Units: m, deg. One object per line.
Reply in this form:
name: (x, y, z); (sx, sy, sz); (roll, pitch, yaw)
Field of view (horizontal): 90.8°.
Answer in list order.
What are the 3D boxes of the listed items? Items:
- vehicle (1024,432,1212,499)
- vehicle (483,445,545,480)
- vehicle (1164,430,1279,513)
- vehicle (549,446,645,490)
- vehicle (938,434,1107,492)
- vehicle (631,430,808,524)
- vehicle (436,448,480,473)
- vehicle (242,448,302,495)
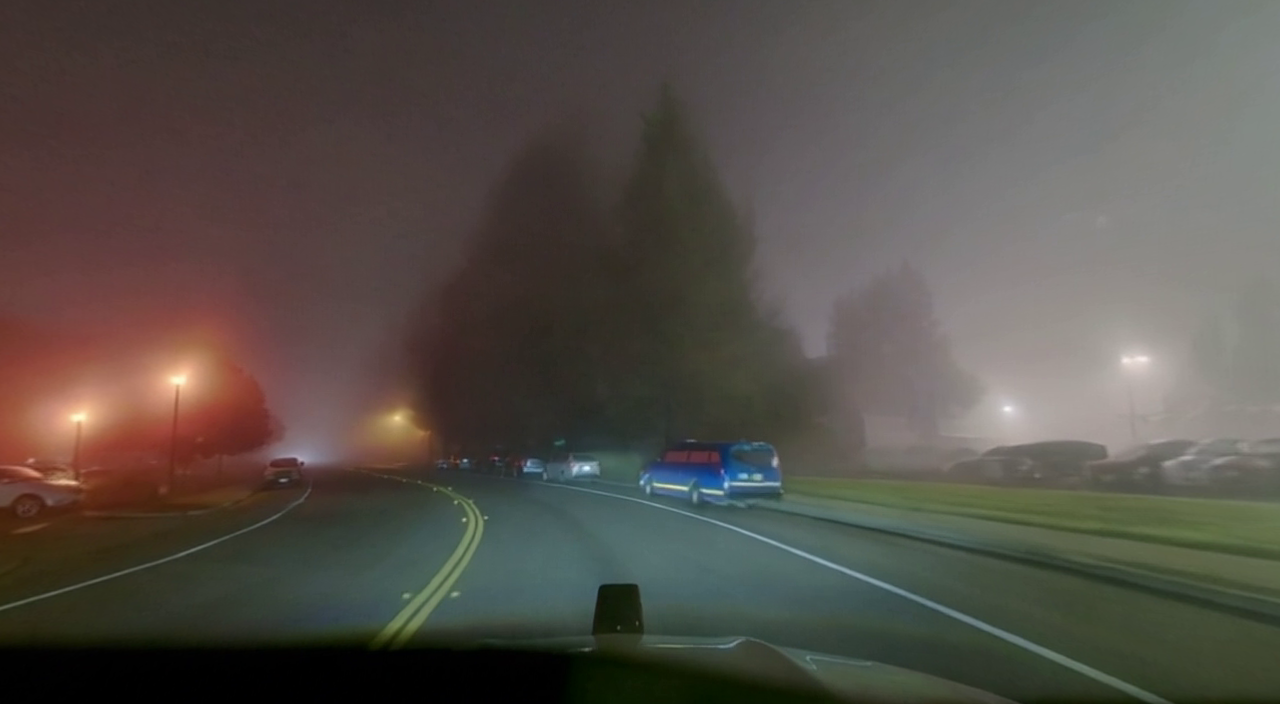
vehicle: (12.277, 2.876, 16.244); (4.225, 1.517, 2.036); (5, -10, -26)
vehicle: (-6.992, 6.025, 34.741); (2.055, 1.731, 4.686); (5, -10, -27)
vehicle: (14.043, 2.560, 14.070); (4.243, 1.470, 2.010); (0, -10, -28)
vehicle: (-1.786, 4.444, 24.695); (2.053, 1.519, 4.611); (5, -10, -28)
vehicle: (11.241, 3.237, 18.560); (4.433, 1.513, 2.001); (4, -10, -25)
vehicle: (1.638, 2.827, 15.372); (2.042, 1.817, 5.202); (3, -7, -21)
vehicle: (-14.184, 8.362, 48.946); (2.137, 1.814, 5.303); (5, -10, -27)
vehicle: (-17.227, 5.530, 29.786); (2.154, 1.870, 5.118); (1, -8, -27)
